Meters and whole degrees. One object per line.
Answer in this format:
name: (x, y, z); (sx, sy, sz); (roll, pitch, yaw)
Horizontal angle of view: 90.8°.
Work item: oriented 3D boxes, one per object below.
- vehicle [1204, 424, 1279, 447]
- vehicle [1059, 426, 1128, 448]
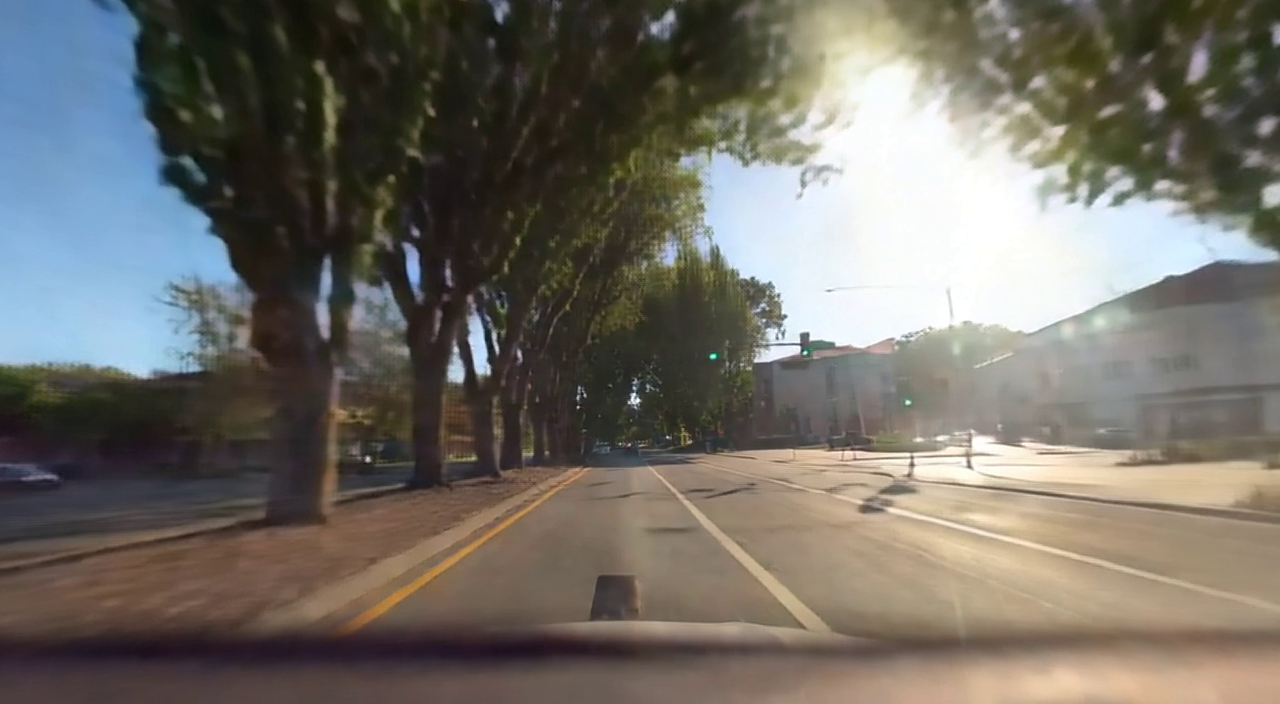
vehicle: (40.927, 5.634, 42.316); (1.816, 1.472, 4.822); (0, -9, 0)
vehicle: (35.066, 6.642, 49.024); (1.886, 1.548, 4.605); (0, -9, -1)
